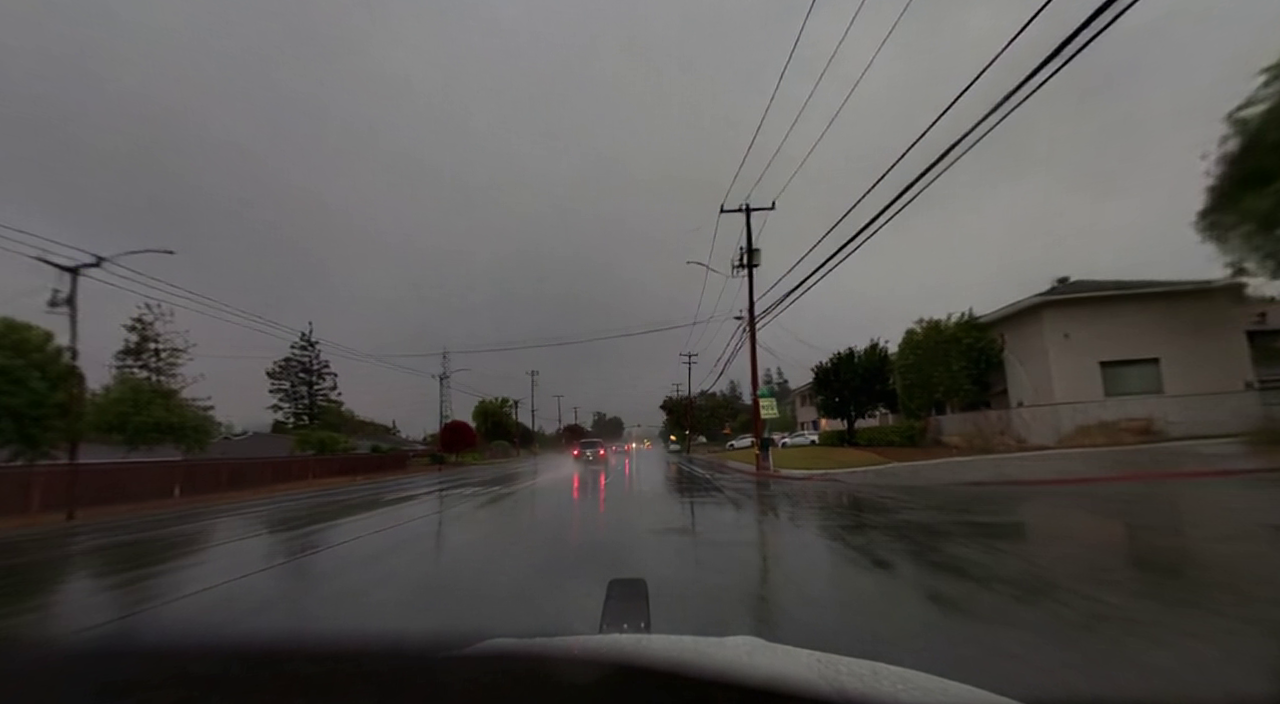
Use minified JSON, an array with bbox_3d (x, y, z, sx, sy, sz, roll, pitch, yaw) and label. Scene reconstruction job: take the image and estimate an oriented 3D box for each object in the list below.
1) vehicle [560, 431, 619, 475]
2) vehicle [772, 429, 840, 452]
[{"bbox_3d":[-2.308,4.794,30.175,2.327,1.861,4.941,-1,-8,1],"label":"vehicle"},{"bbox_3d":[12.016,6.446,45.739,2.212,1.404,4.283,2,-10,-33],"label":"vehicle"}]
